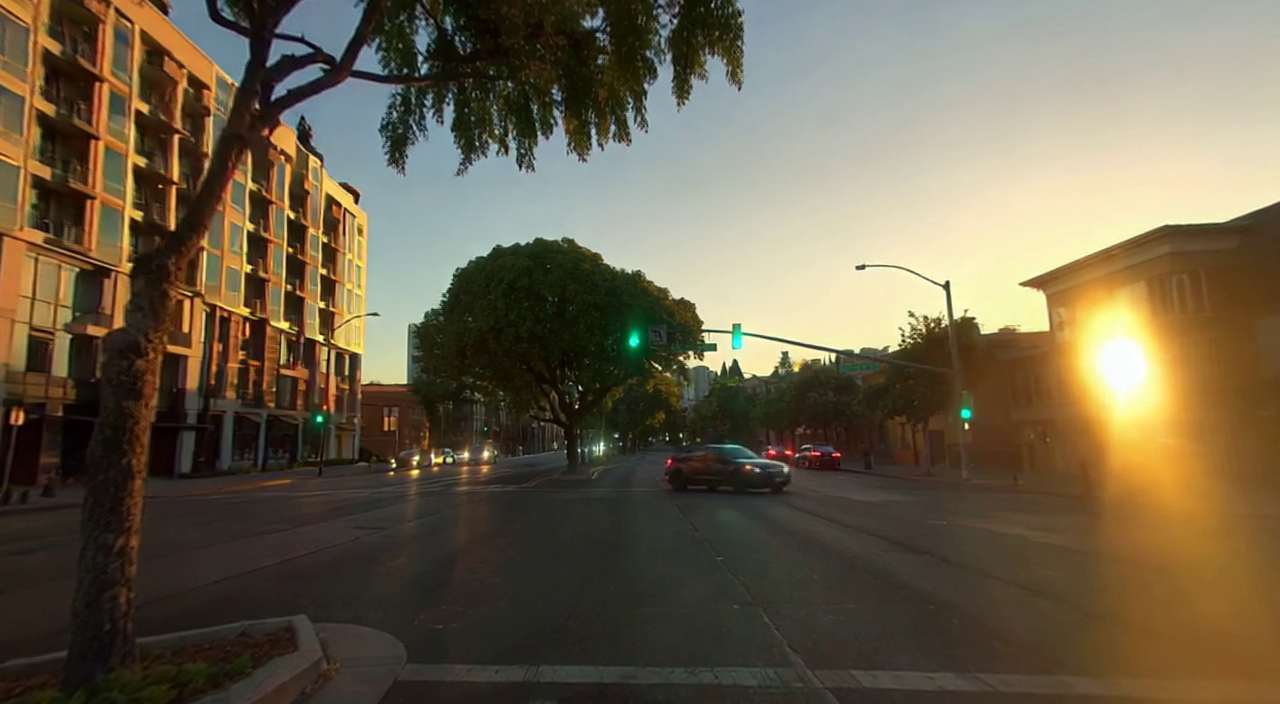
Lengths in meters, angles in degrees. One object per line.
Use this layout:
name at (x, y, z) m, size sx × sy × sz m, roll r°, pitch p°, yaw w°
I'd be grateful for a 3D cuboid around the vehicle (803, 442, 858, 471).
vehicle at (13.065, 7.168, 43.724) m, size 2.181 × 1.876 × 4.723 m, roll 0°, pitch -8°, yaw -2°

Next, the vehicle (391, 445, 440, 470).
vehicle at (-16.480, 7.776, 46.668) m, size 2.075 × 1.708 × 4.335 m, roll 0°, pitch -8°, yaw -1°

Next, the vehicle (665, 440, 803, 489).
vehicle at (3.041, 3.754, 21.490) m, size 1.933 × 1.460 × 4.683 m, roll 6°, pitch -10°, yaw -34°
